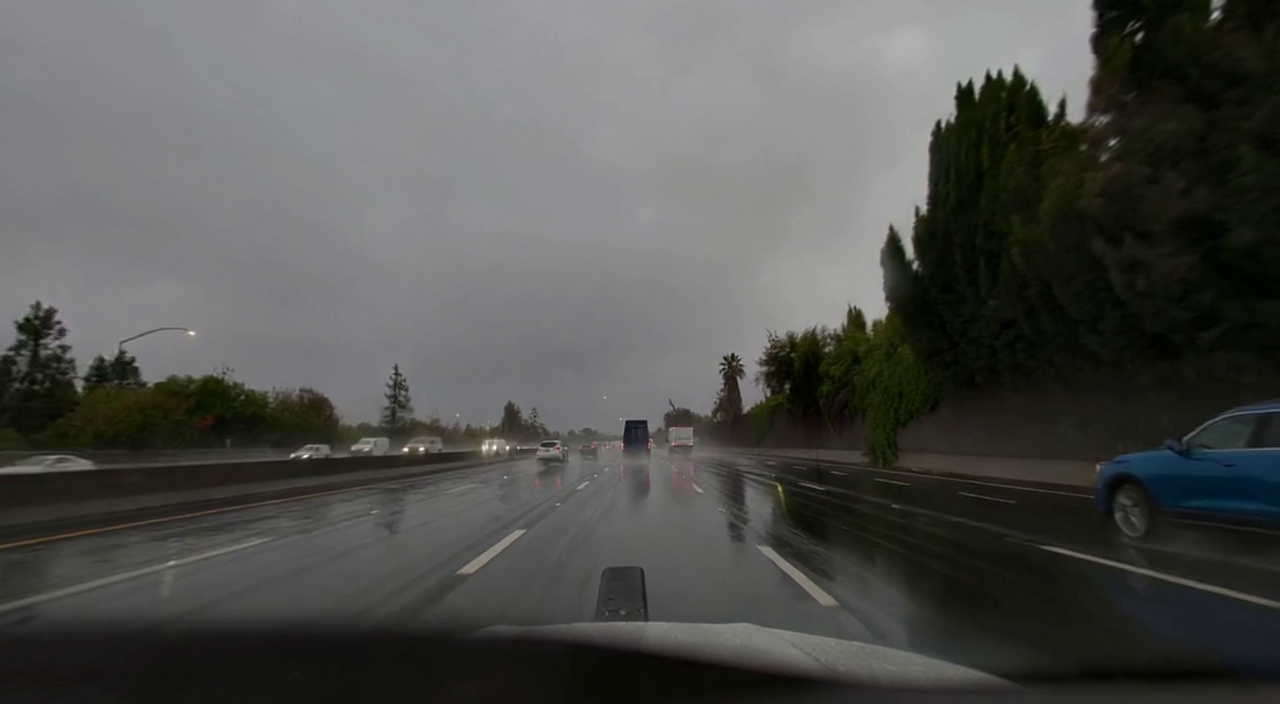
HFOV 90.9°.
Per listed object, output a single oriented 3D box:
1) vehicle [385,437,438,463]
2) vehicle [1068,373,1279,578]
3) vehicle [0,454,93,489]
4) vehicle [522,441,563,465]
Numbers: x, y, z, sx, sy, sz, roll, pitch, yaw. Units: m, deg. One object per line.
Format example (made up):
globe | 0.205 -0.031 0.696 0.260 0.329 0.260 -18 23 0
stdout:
vehicle | -17.765 7.619 49.345 2.240 1.891 5.113 0 -8 0
vehicle | 7.190 1.184 6.107 2.361 1.911 5.286 0 -8 0
vehicle | -26.729 5.254 27.979 1.799 1.371 3.407 0 -8 0
vehicle | -6.679 6.968 43.669 2.097 1.525 4.632 0 -8 1
